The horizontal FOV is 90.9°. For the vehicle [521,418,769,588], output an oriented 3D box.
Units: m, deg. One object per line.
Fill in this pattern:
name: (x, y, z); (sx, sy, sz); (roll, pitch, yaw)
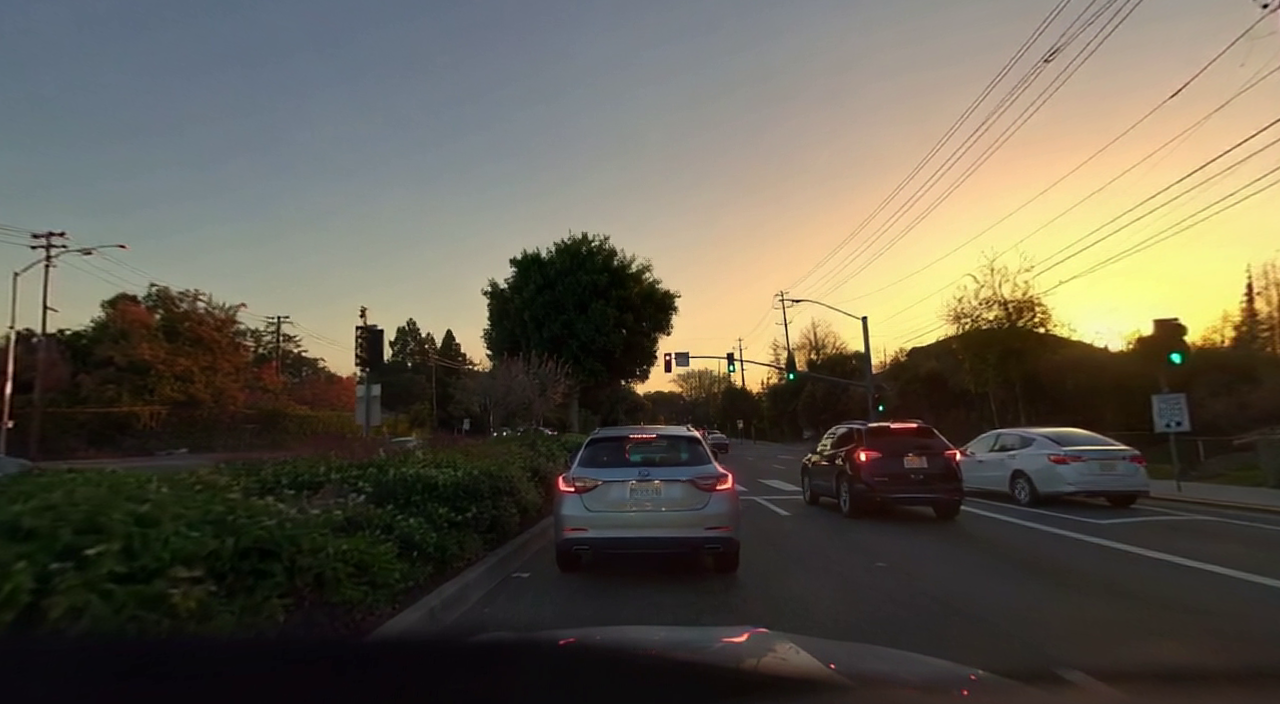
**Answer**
vehicle: (0.063, 1.676, 7.894); (2.208, 1.498, 4.401); (0, -8, 1)

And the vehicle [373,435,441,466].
vehicle: (-16.049, 6.840, 43.846); (2.262, 1.967, 5.814); (-1, -8, 3)

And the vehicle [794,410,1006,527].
vehicle: (4.439, 2.073, 11.678); (2.140, 1.753, 4.256); (0, -8, 1)

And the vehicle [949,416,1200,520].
vehicle: (8.298, 2.256, 12.688); (1.993, 1.712, 4.322); (0, -8, 1)
